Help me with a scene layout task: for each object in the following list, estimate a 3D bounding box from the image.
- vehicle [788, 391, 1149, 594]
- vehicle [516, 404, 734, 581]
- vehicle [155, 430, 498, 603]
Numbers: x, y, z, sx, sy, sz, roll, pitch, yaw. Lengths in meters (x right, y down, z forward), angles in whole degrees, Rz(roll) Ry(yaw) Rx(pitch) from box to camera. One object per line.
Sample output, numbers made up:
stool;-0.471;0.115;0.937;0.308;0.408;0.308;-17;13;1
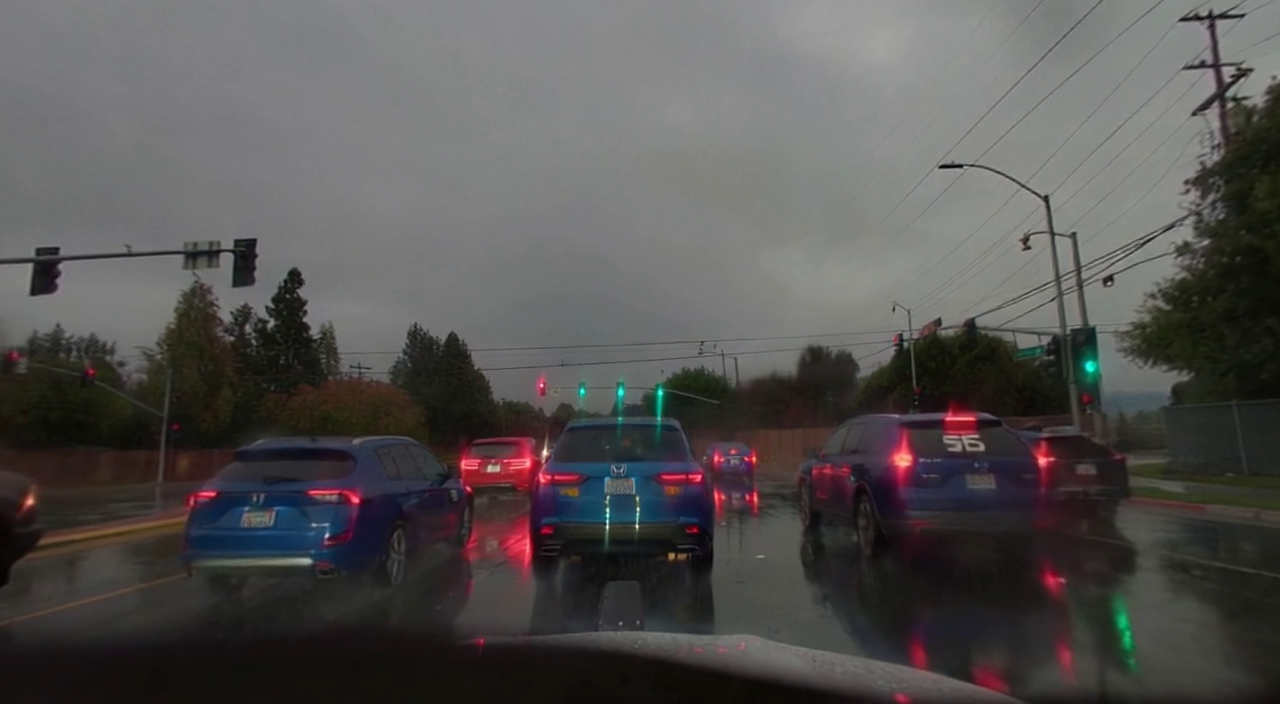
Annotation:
vehicle;3.475;1.597;7.978;1.999;1.789;4.583;0;-9;-1
vehicle;-0.119;1.675;8.262;2.111;1.712;4.078;0;-9;1
vehicle;-3.198;1.752;7.717;1.881;1.466;4.484;0;-9;0
